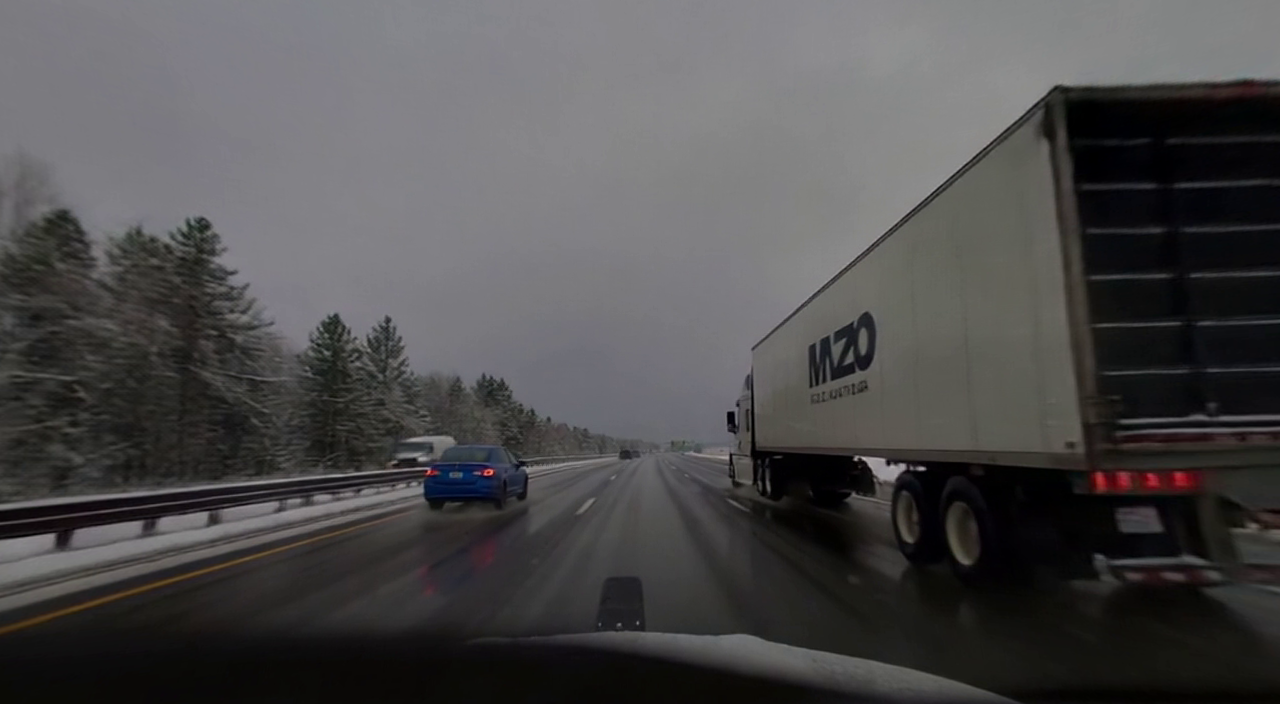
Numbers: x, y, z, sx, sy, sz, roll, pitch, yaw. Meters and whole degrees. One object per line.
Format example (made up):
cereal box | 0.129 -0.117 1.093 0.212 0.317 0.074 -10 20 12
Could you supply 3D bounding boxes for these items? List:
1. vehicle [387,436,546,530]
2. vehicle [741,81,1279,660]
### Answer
vehicle | -3.208 2.504 12.704 1.945 1.537 4.294 0 -9 1
vehicle | 4.454 1.034 11.255 2.832 4.034 13.924 0 -9 -1
